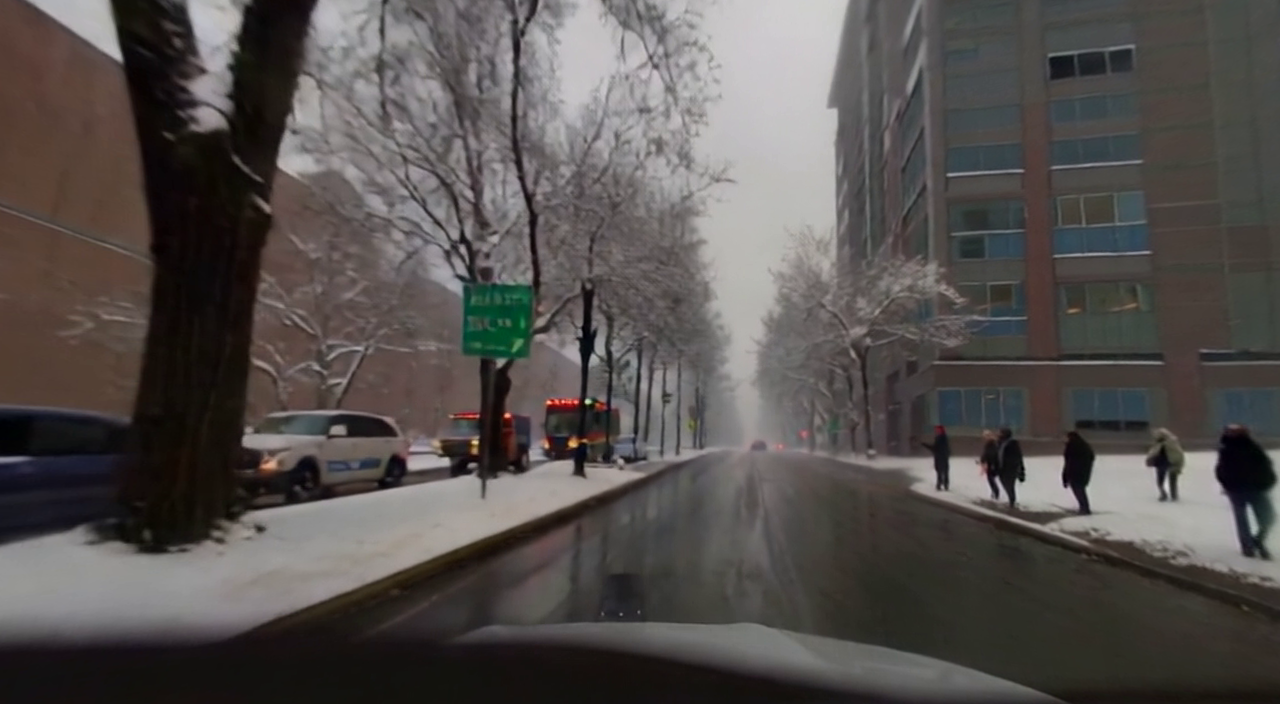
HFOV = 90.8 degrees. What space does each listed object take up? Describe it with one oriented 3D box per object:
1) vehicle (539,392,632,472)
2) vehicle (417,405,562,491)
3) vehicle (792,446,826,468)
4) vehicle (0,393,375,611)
[{"bbox_3d":[-1.913,3.158,24.543,2.268,2.708,5.699,-1,-8,9],"label":"vehicle"},{"bbox_3d":[-3.613,2.455,16.283,1.988,1.855,4.599,-1,-8,9],"label":"vehicle"},{"bbox_3d":[12.926,8.018,48.409,1.888,1.536,4.381,-1,-8,7],"label":"vehicle"},{"bbox_3d":[-4.980,1.366,6.614,1.826,1.488,4.628,-2,-8,9],"label":"vehicle"}]
